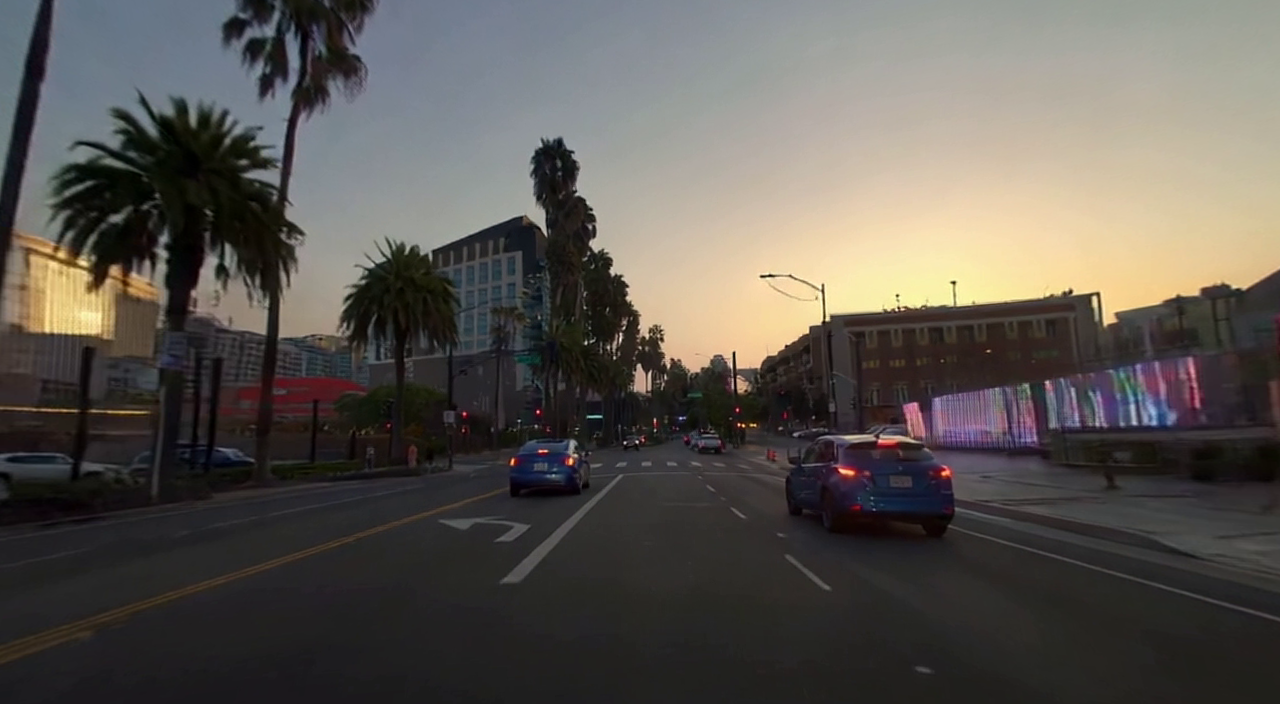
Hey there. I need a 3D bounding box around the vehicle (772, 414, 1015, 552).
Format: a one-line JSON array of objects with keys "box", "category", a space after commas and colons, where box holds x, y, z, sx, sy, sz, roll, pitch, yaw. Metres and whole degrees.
[{"box": [3.563, 1.917, 9.953, 1.983, 1.654, 4.354, 0, -8, 0], "category": "vehicle"}]

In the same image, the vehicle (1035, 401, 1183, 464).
[{"box": [16.734, 2.884, 22.466, 5.652, 1.992, 2.202, 5, -10, -32], "category": "vehicle"}]

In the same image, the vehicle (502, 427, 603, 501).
[{"box": [-2.158, 2.904, 16.861, 2.063, 1.664, 4.471, 0, -8, 0], "category": "vehicle"}]

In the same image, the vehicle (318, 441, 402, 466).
[{"box": [-19.266, 7.007, 43.648, 4.834, 1.589, 1.907, 0, -8, -6], "category": "vehicle"}]

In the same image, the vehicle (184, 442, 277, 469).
[{"box": [-27.425, 6.930, 42.425, 4.683, 1.748, 2.076, 0, -8, -3], "category": "vehicle"}]

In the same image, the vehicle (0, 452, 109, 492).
[{"box": [-25.126, 4.882, 25.868, 1.800, 1.462, 4.752, -4, -9, 21], "category": "vehicle"}]
